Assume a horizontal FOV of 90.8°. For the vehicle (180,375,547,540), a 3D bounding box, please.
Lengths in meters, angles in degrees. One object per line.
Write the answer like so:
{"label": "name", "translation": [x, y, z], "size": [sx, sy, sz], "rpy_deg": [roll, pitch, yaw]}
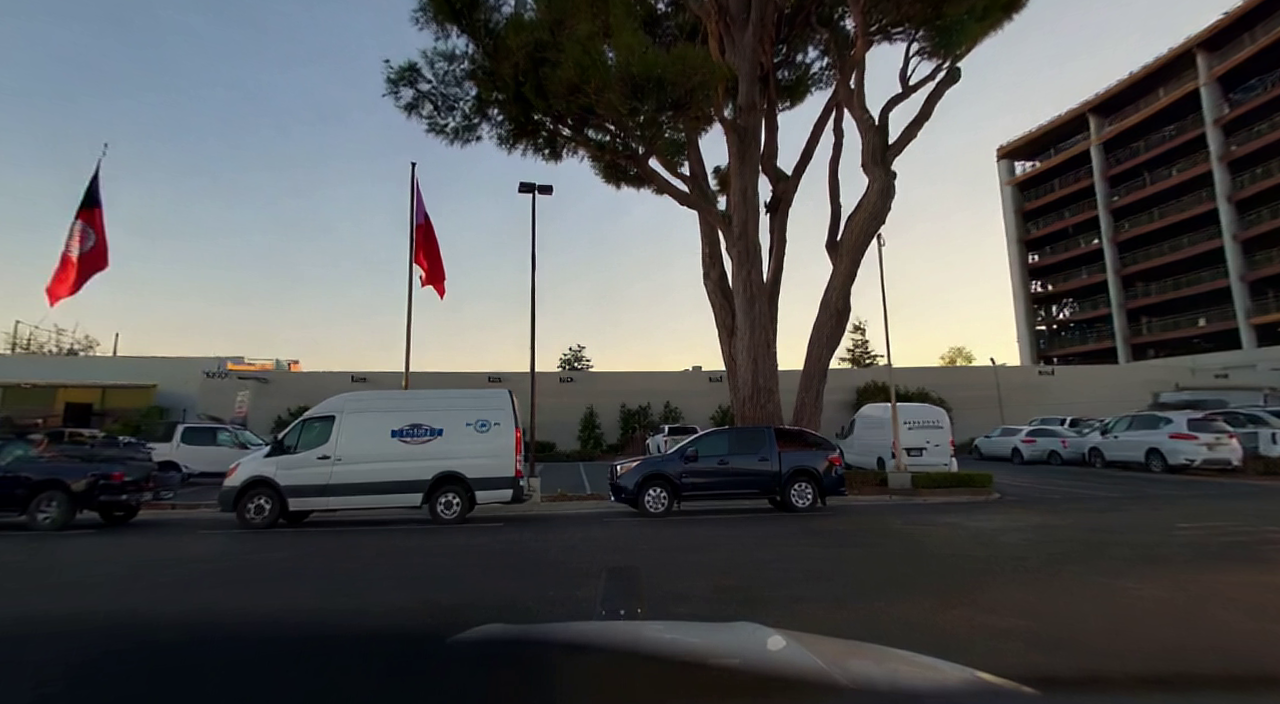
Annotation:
{"label": "vehicle", "translation": [-4.825, 1.950, 12.090], "size": [5.899, 2.757, 2.257], "rpy_deg": [1, -8, -6]}

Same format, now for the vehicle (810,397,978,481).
{"label": "vehicle", "translation": [7.986, 2.887, 20.814], "size": [2.491, 2.324, 5.986], "rpy_deg": [1, -8, -6]}

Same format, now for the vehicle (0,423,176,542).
{"label": "vehicle", "translation": [-12.561, 2.313, 11.450], "size": [6.311, 1.951, 2.161], "rpy_deg": [1, -8, -6]}

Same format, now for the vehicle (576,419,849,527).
{"label": "vehicle", "translation": [1.278, 2.331, 12.563], "size": [4.992, 1.894, 2.043], "rpy_deg": [1, -8, -7]}

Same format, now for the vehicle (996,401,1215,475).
{"label": "vehicle", "translation": [15.823, 3.033, 22.262], "size": [2.228, 2.126, 6.632], "rpy_deg": [-1, -8, -5]}
